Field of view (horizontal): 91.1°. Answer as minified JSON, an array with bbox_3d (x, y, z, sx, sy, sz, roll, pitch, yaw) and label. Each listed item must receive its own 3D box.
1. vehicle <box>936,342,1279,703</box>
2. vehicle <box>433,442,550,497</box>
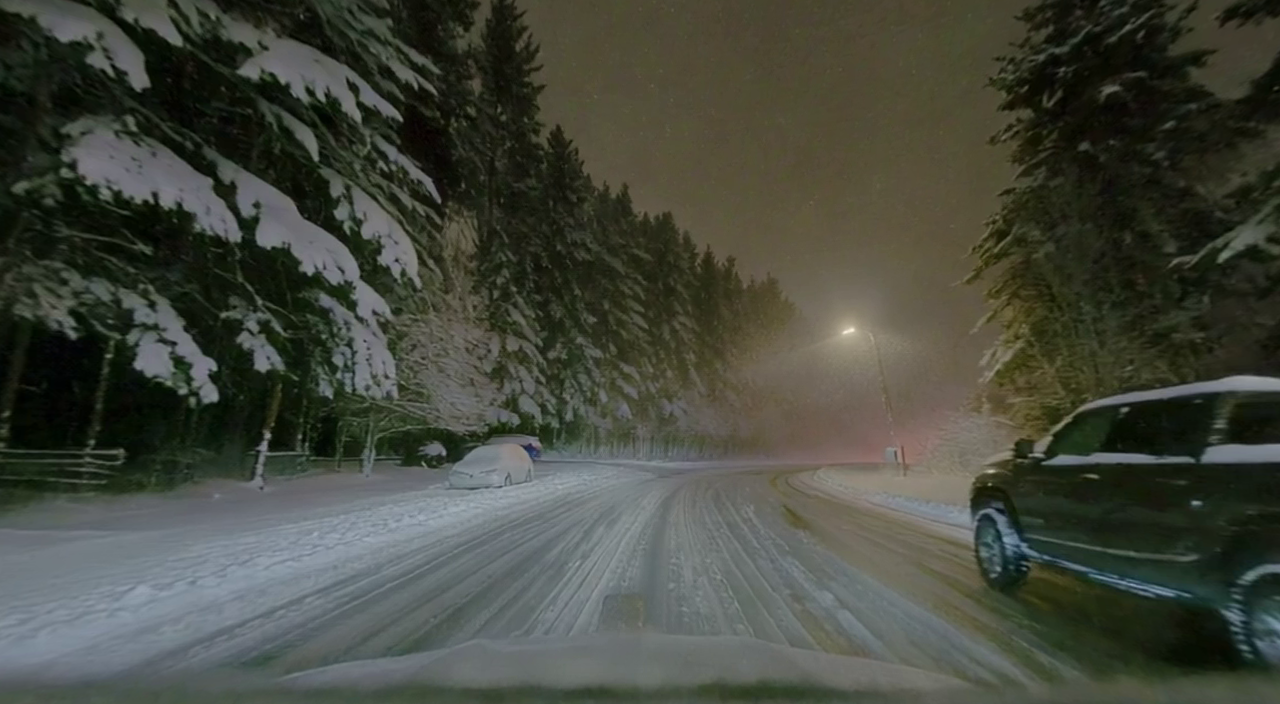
[{"bbox_3d":[3.894,1.034,3.808,2.034,1.841,4.713,-1,-8,3],"label":"vehicle"},{"bbox_3d":[-4.521,3.662,20.049,2.166,1.512,4.822,-1,-8,5],"label":"vehicle"}]
